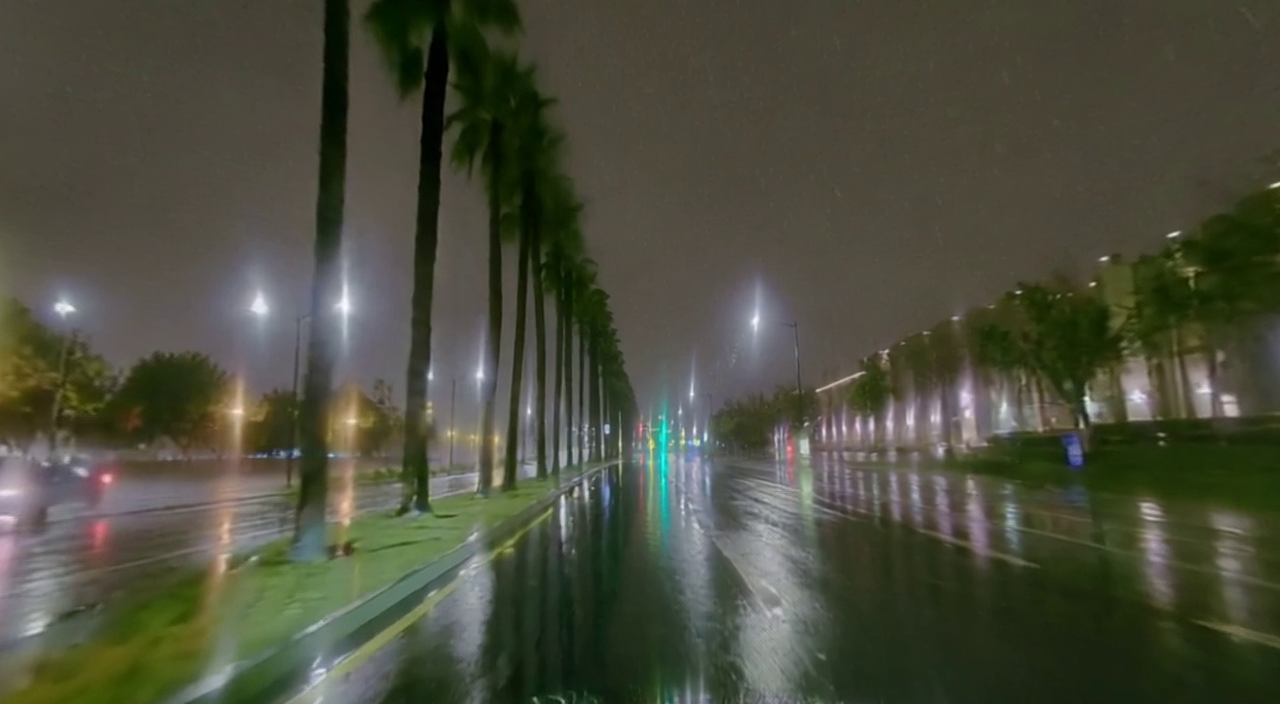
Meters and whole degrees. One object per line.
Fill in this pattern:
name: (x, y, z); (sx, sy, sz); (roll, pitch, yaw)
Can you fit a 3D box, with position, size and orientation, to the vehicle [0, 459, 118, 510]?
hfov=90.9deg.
vehicle: (-22.373, 4.897, 23.682); (1.809, 1.591, 4.245); (0, -8, 0)
